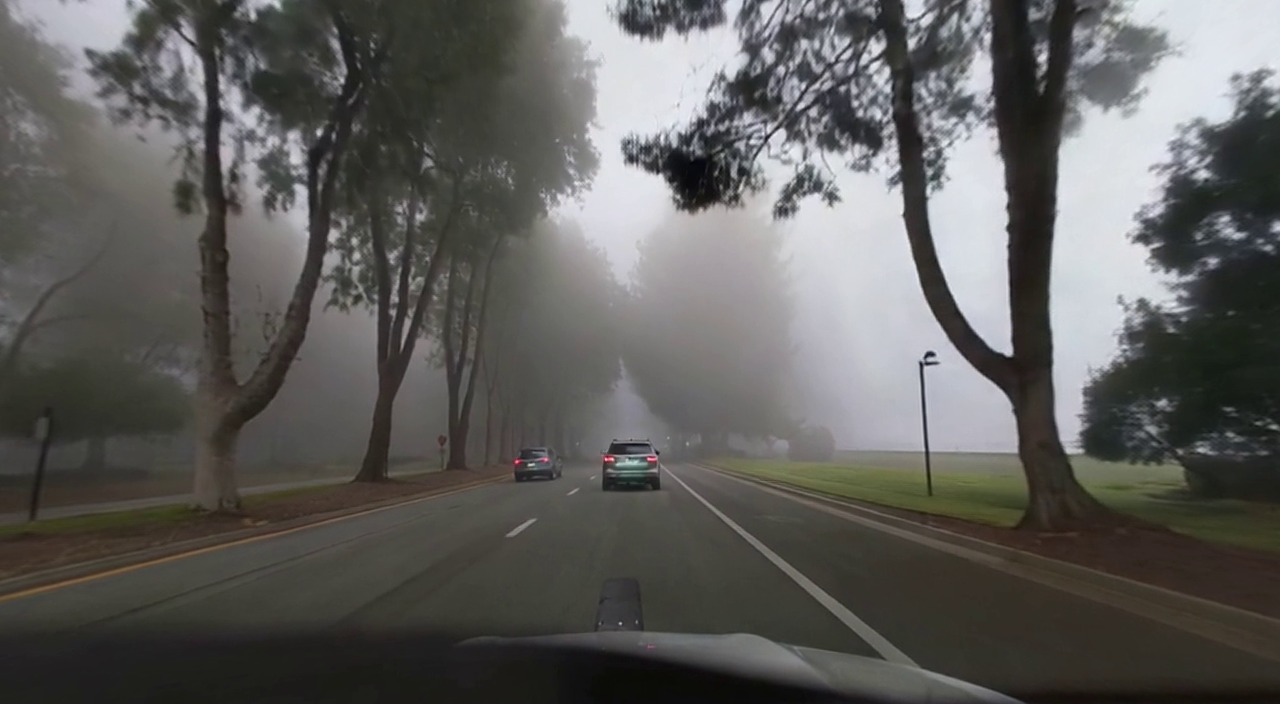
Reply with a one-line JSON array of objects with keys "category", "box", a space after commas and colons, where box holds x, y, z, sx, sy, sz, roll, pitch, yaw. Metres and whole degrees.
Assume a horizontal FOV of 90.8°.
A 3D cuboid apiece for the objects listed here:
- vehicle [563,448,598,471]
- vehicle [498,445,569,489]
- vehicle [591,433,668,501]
[{"category": "vehicle", "box": [-4.147, 7.583, 44.770, 1.959, 1.485, 4.452, 0, -8, 1]}, {"category": "vehicle", "box": [-3.982, 4.356, 24.313, 1.936, 1.538, 4.016, 0, -8, 2]}, {"category": "vehicle", "box": [-0.278, 3.313, 18.594, 2.018, 1.769, 3.897, 0, -8, 0]}]
